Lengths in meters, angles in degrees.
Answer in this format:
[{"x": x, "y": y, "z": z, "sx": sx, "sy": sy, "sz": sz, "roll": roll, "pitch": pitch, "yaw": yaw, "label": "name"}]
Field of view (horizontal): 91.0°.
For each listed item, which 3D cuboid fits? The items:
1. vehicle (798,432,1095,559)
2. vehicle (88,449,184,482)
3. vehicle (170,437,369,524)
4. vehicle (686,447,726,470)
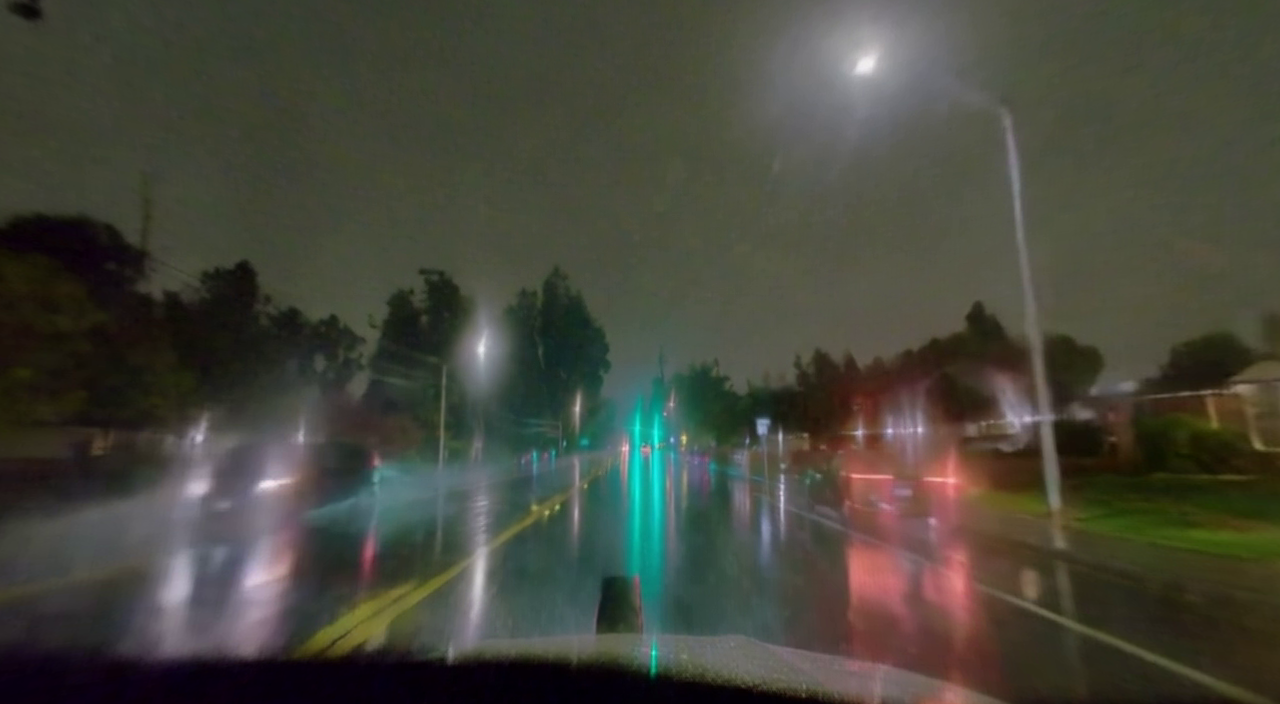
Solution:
[{"x": 4.518, "y": 2.207, "z": 10.720, "sx": 2.154, "sy": 1.550, "sz": 5.785, "roll": 0, "pitch": -8, "yaw": 0, "label": "vehicle"}, {"x": -26.513, "y": 5.960, "z": 33.184, "sx": 3.527, "sy": 1.415, "sz": 1.748, "roll": -2, "pitch": -8, "yaw": -5, "label": "vehicle"}, {"x": -7.801, "y": 2.704, "z": 13.802, "sx": 1.867, "sy": 1.603, "sz": 3.983, "roll": 0, "pitch": -8, "yaw": 1, "label": "vehicle"}, {"x": 4.482, "y": 7.280, "z": 43.418, "sx": 1.968, "sy": 1.467, "sz": 5.107, "roll": 0, "pitch": -8, "yaw": -3, "label": "vehicle"}]
